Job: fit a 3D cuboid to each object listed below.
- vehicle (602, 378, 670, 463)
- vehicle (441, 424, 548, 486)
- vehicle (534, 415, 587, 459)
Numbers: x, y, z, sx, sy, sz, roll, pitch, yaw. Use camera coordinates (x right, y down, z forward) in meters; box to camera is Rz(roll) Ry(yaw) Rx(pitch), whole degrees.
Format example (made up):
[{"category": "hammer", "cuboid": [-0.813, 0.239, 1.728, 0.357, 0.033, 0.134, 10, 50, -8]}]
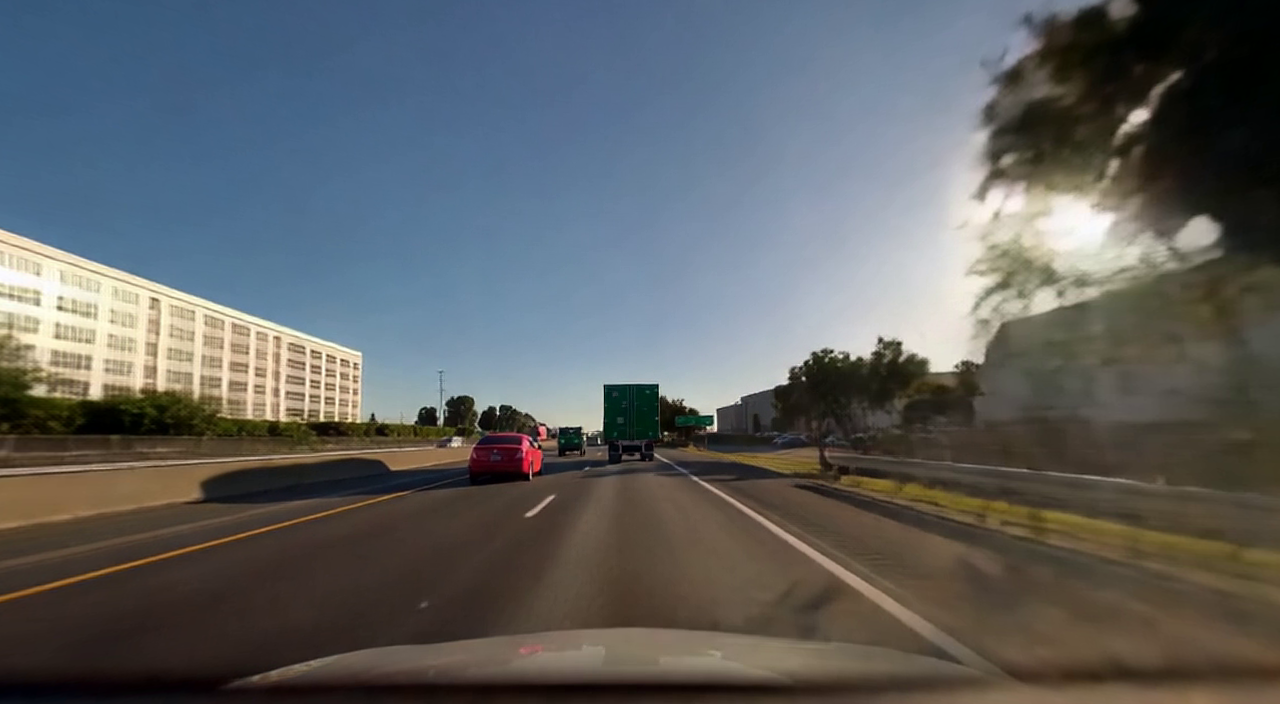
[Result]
[{"category": "vehicle", "cuboid": [-0.340, 3.966, 35.304, 3.259, 4.066, 9.891, 0, -8, -2]}, {"category": "vehicle", "cuboid": [-4.219, 3.069, 19.252, 2.005, 1.602, 5.131, 0, -8, 1]}, {"category": "vehicle", "cuboid": [-5.139, 5.677, 42.086, 2.717, 2.714, 6.997, 0, -8, -1]}]
